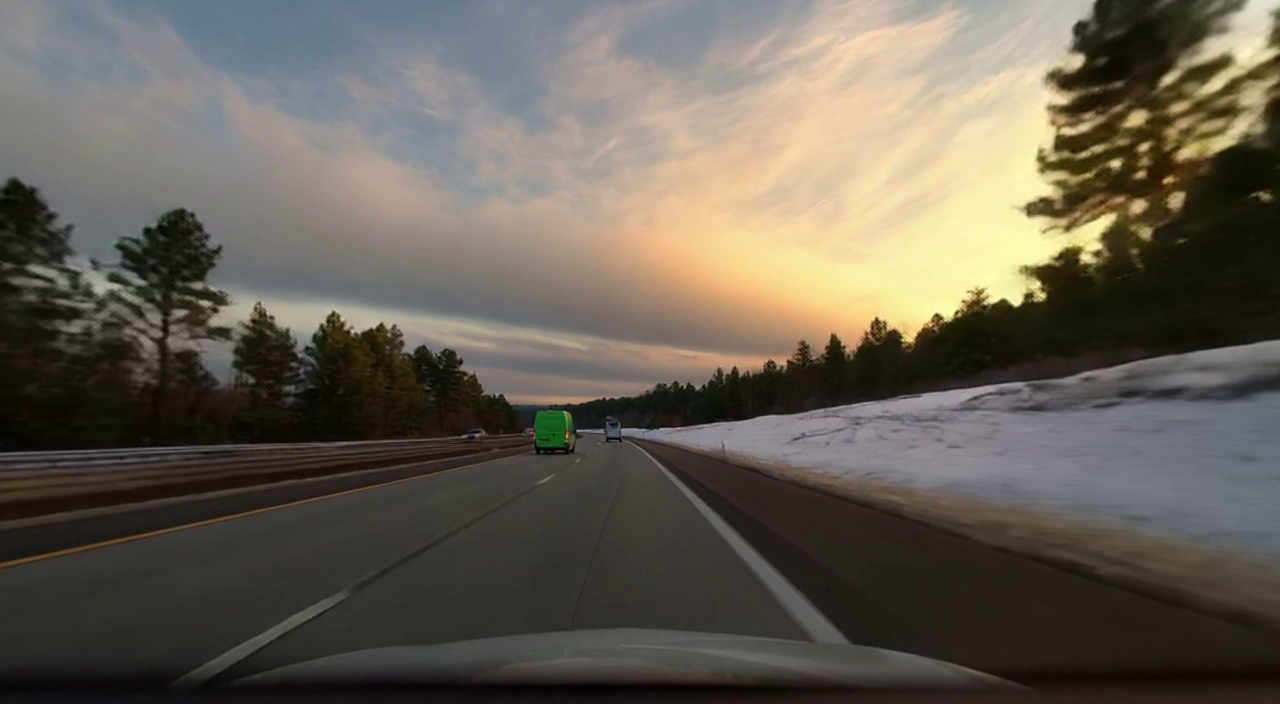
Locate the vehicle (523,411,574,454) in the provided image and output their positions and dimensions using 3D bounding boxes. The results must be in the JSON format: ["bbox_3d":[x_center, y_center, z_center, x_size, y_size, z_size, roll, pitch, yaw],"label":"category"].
[{"bbox_3d":[-5.721,5.171,40.143,2.561,2.509,5.465,0,-8,-1],"label":"vehicle"}]
